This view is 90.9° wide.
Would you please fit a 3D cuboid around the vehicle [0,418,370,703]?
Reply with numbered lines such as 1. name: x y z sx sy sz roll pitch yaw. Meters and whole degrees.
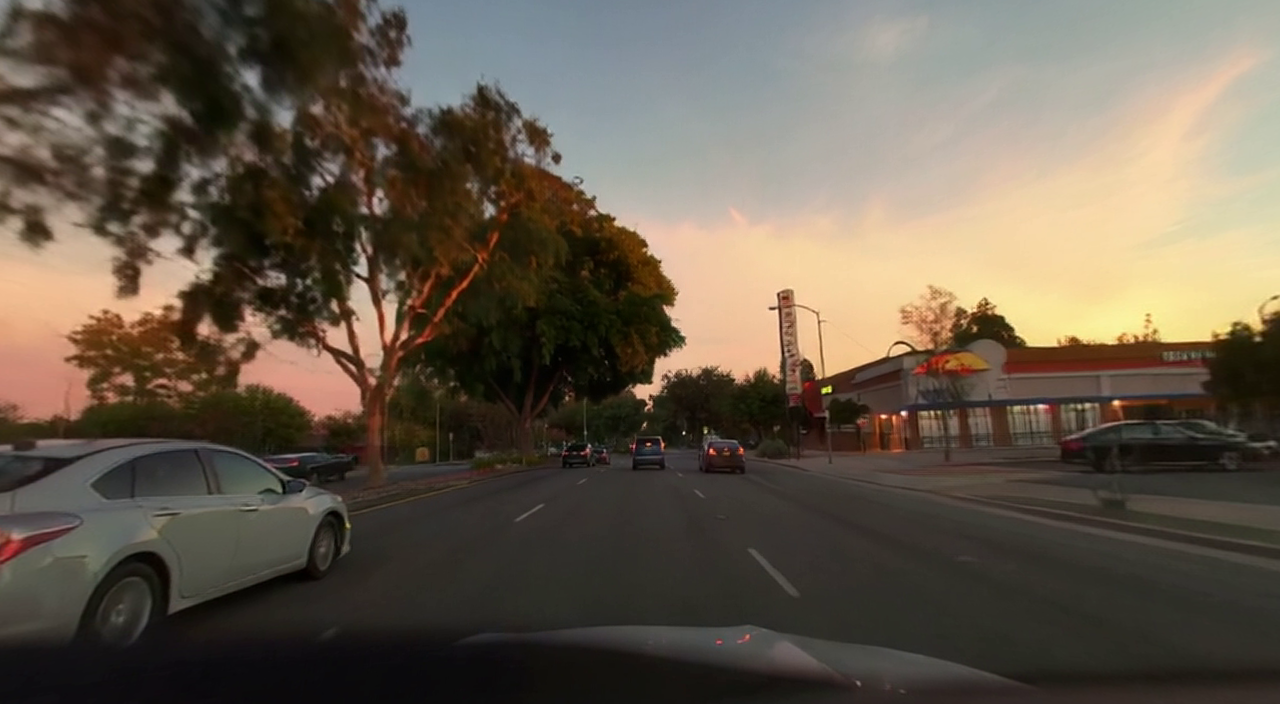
1. vehicle: -3.978 1.323 4.731 1.908 1.481 4.351 0 -9 1

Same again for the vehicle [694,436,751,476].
1. vehicle: 3.519 4.517 27.542 1.922 1.579 3.642 0 -9 -1

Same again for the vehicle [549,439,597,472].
1. vehicle: -3.567 5.606 34.344 2.026 1.665 4.193 0 -9 2

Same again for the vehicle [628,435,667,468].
1. vehicle: 0.407 5.940 37.794 2.193 1.873 4.033 0 -9 0

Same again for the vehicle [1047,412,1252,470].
1. vehicle: 16.793 3.008 21.130 1.945 1.690 4.833 4 -9 -27
